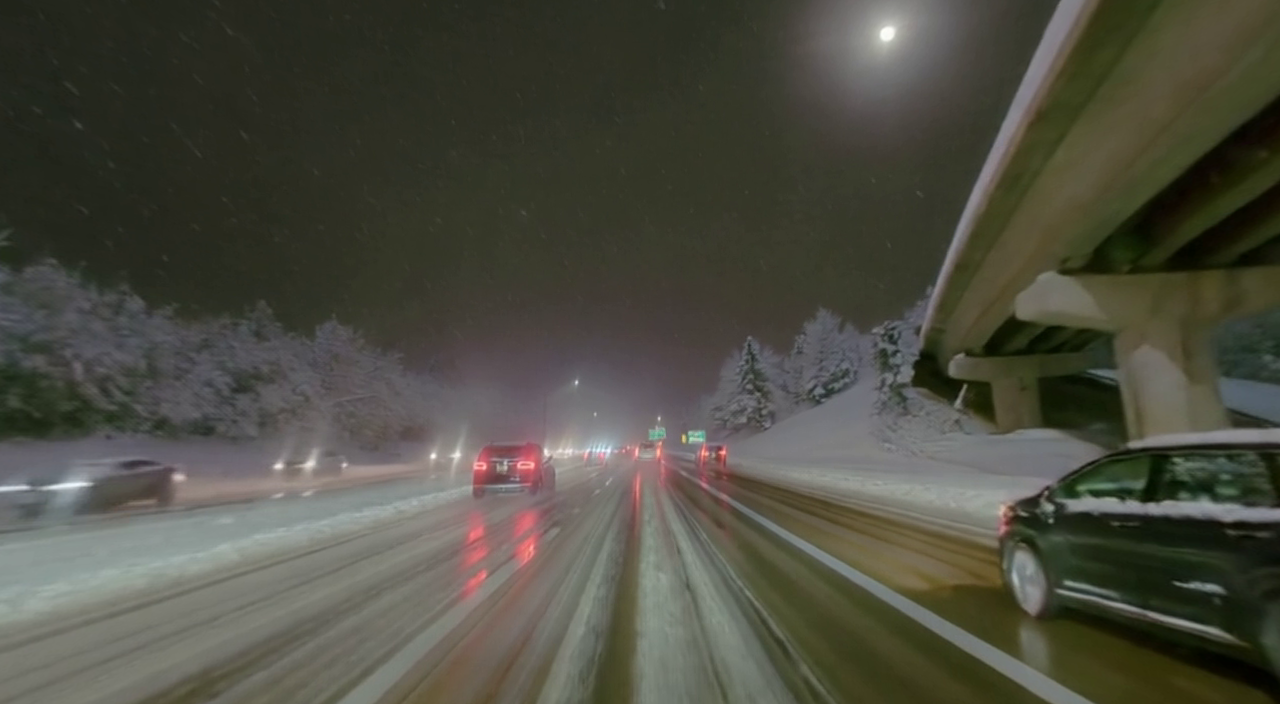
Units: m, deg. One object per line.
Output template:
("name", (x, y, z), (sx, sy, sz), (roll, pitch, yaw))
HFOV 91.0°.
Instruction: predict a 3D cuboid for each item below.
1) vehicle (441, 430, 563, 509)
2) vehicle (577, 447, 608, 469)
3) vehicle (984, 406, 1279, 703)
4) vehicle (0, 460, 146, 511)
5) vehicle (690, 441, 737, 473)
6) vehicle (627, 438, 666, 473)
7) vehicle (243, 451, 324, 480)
("vehicle", (-3.370, 2.966, 16.387), (2.089, 1.751, 4.515), (0, -9, 1))
("vehicle", (-3.453, 7.784, 46.467), (1.994, 1.475, 4.171), (0, -9, 0))
("vehicle", (4.130, 1.159, 3.806), (1.959, 1.554, 3.795), (0, -9, 1))
("vehicle", (-20.172, 4.569, 22.023), (1.934, 1.494, 4.563), (0, -9, 3))
("vehicle", (4.360, 6.317, 38.101), (2.231, 1.807, 4.588), (0, -9, -1))
("vehicle", (0.340, 6.034, 36.894), (2.155, 1.909, 4.529), (0, -9, 0))
("vehicle", (-22.793, 7.248, 40.572), (1.953, 1.656, 5.261), (0, -9, 3))
